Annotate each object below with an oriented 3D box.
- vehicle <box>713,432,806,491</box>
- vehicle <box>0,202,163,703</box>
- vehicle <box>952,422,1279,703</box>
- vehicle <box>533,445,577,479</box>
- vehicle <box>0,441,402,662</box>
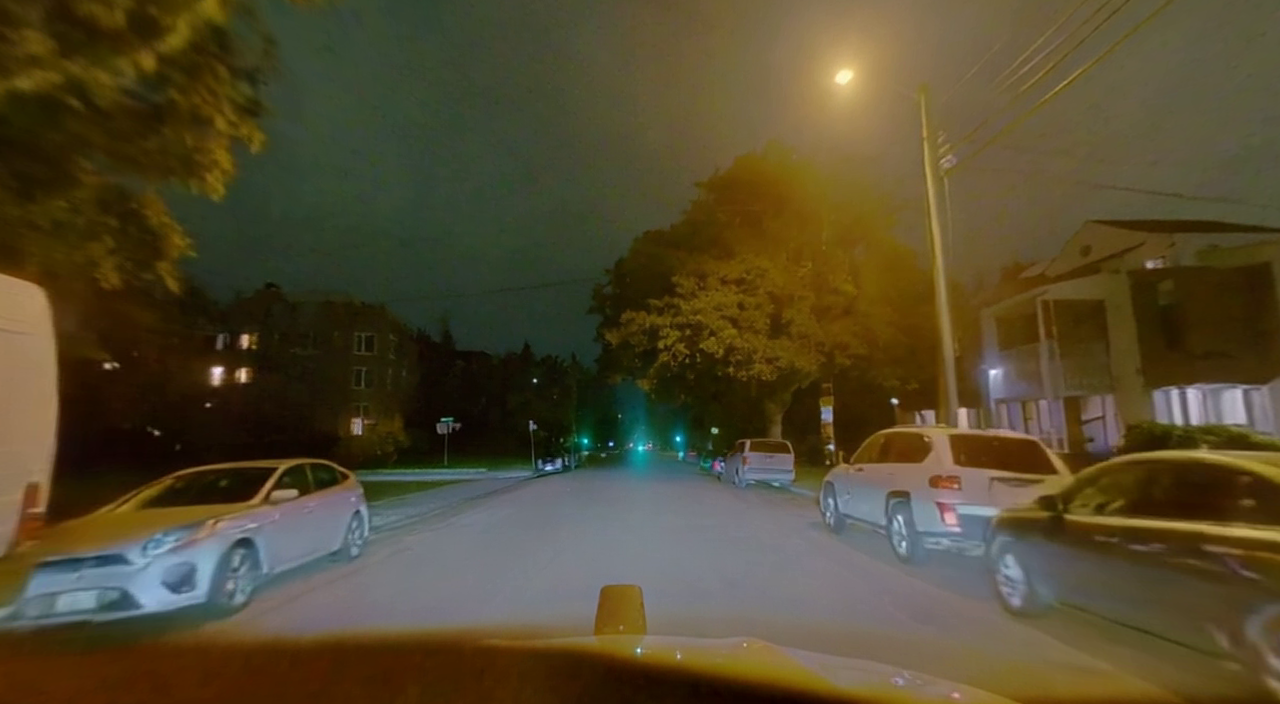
[{"bbox_3d":[4.139,3.897,22.735,2.215,1.897,5.131,0,-9,-1],"label":"vehicle"},{"bbox_3d":[-4.487,0.338,1.036,2.470,2.613,5.989,-4,-9,4],"label":"vehicle"},{"bbox_3d":[4.005,1.307,4.014,1.839,1.520,4.498,3,-8,1],"label":"vehicle"},{"bbox_3d":[-4.433,5.769,33.325,1.870,1.562,4.212,-2,-8,-2],"label":"vehicle"},{"bbox_3d":[-4.468,1.828,6.992,1.934,1.547,4.400,-1,-7,0],"label":"vehicle"}]
